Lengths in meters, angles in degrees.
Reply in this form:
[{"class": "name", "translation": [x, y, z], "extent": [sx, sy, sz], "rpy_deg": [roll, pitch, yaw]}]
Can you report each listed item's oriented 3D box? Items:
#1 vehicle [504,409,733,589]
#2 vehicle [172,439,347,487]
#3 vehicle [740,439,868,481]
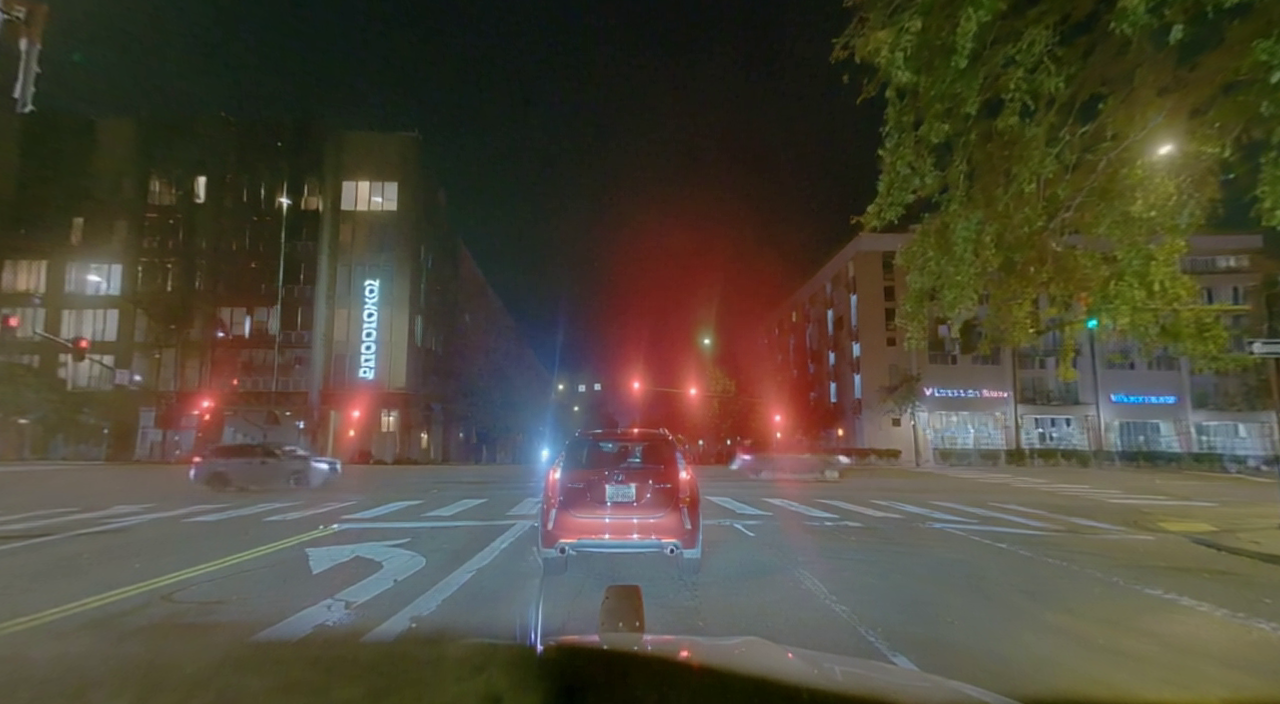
[{"class": "vehicle", "translation": [-0.225, 1.622, 7.763], "extent": [2.066, 1.618, 3.922], "rpy_deg": [0, -8, -1]}, {"class": "vehicle", "translation": [-13.512, 3.956, 22.696], "extent": [4.891, 1.591, 2.067], "rpy_deg": [0, -8, -1]}, {"class": "vehicle", "translation": [7.002, 4.632, 27.312], "extent": [4.912, 1.731, 2.022], "rpy_deg": [0, -8, -4]}]
